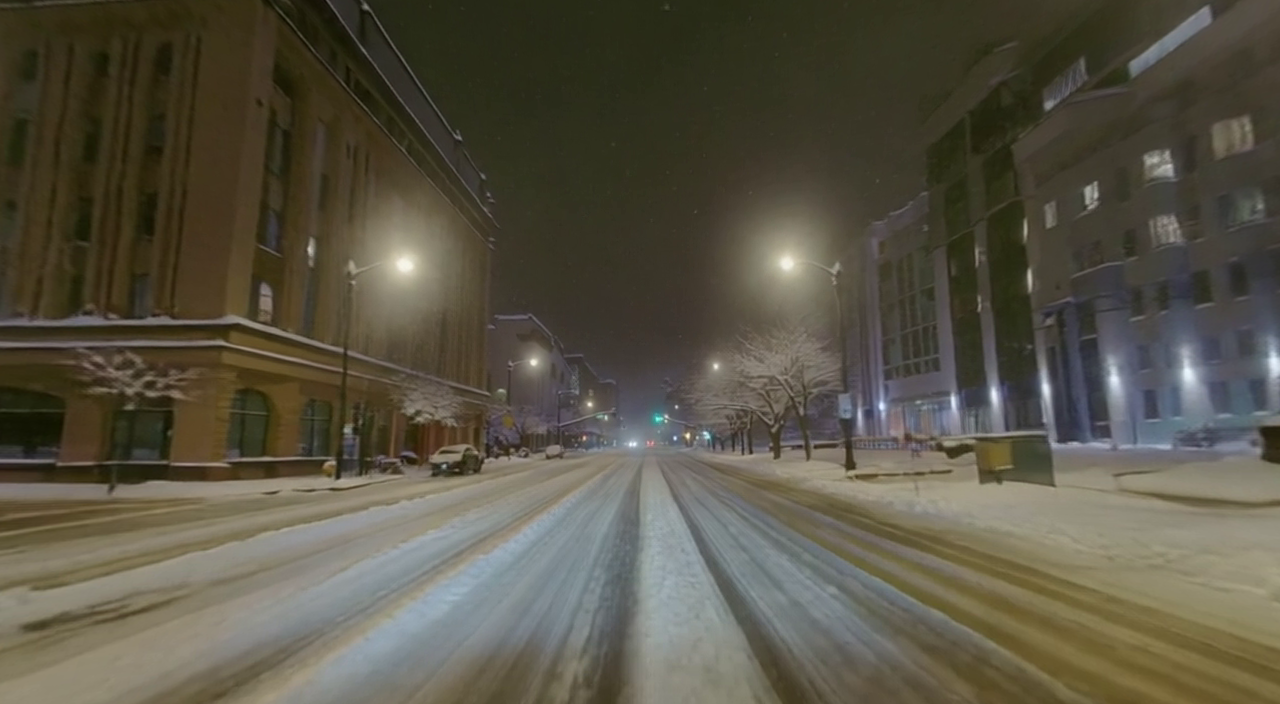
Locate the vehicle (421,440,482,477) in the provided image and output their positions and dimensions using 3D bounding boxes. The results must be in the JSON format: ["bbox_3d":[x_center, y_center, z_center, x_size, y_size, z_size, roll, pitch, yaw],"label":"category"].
[{"bbox_3d":[-10.616,5.992,35.788,2.060,1.796,4.675,-2,-7,0],"label":"vehicle"}]
